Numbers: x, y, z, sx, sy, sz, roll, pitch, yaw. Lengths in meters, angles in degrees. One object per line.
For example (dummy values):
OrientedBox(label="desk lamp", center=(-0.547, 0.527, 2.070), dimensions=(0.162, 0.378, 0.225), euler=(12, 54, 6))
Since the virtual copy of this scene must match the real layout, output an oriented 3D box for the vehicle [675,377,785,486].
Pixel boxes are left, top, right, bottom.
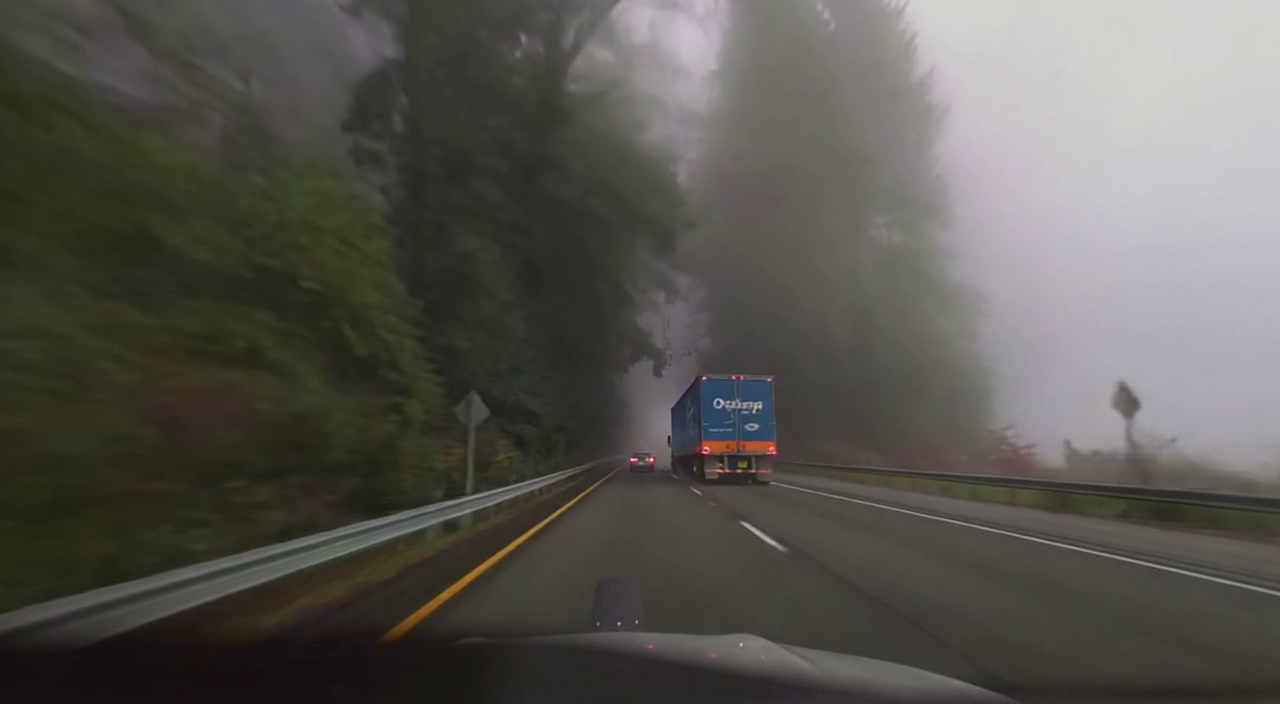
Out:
OrientedBox(label="vehicle", center=(3.711, 3.874, 29.512), dimensions=(3.440, 4.090, 11.380), euler=(-1, -9, 0))
